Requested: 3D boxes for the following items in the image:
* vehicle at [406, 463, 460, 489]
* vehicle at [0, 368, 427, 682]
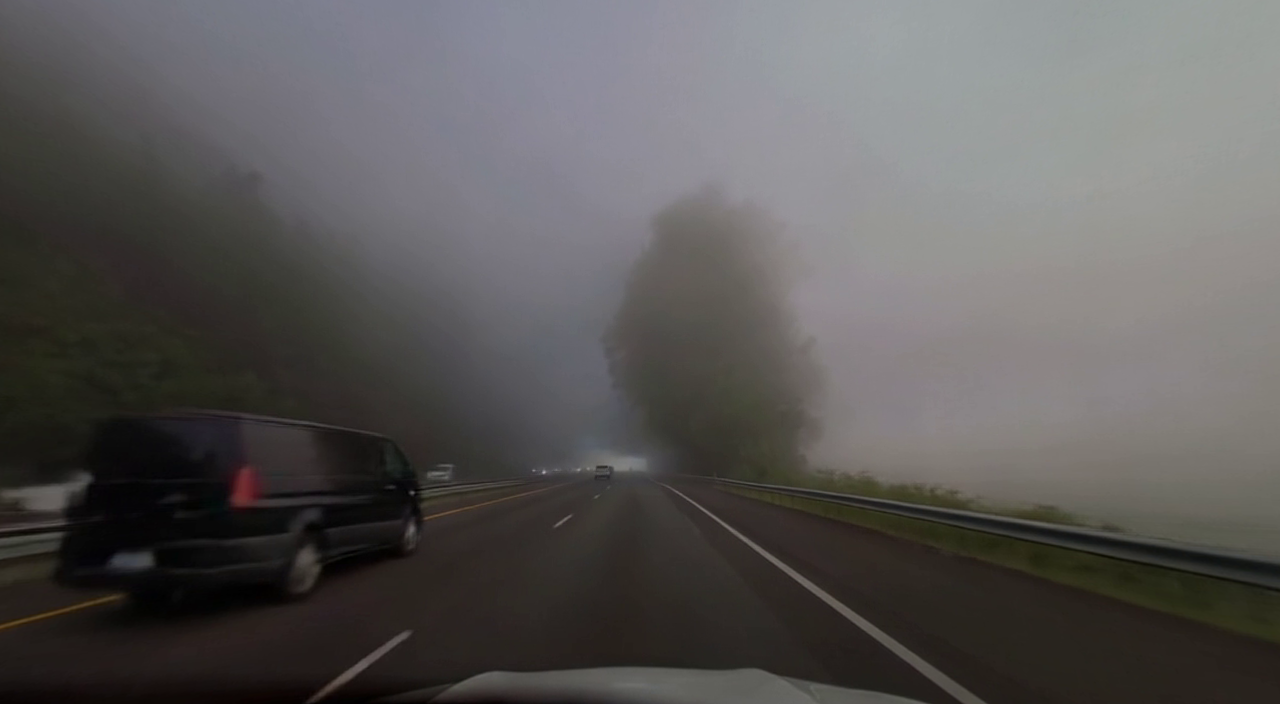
[{"bbox_3d":[-12.850,7.723,39.386,2.001,1.509,4.071,1,-11,0],"label":"vehicle"},{"bbox_3d":[-3.946,1.425,6.099,2.100,1.824,4.634,1,-11,0],"label":"vehicle"}]
